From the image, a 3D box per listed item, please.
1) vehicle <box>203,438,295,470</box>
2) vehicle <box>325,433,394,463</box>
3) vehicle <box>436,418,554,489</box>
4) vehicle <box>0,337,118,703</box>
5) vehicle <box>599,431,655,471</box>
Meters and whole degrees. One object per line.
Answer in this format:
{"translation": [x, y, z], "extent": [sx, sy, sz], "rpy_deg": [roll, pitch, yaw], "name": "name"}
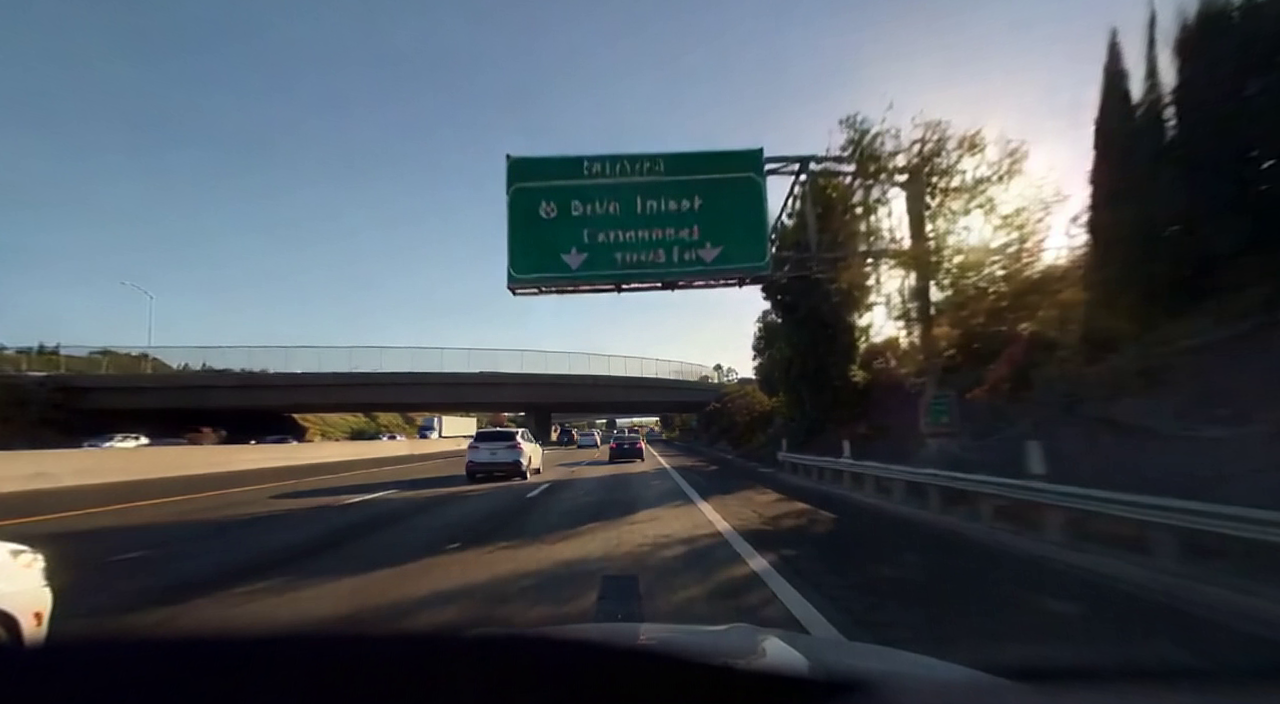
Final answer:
{"translation": [-19.485, 5.049, 31.539], "extent": [1.864, 1.483, 4.219], "rpy_deg": [0, -8, 1], "name": "vehicle"}
{"translation": [-15.576, 5.338, 35.158], "extent": [1.982, 1.516, 4.137], "rpy_deg": [0, -8, 0], "name": "vehicle"}
{"translation": [-3.843, 2.782, 17.629], "extent": [2.154, 1.690, 4.595], "rpy_deg": [0, -8, 1], "name": "vehicle"}
{"translation": [-3.810, 0.579, 1.090], "extent": [2.107, 1.703, 4.274], "rpy_deg": [0, -8, 0], "name": "vehicle"}
{"translation": [-0.483, 3.882, 24.902], "extent": [2.070, 1.452, 3.834], "rpy_deg": [0, -8, 0], "name": "vehicle"}
